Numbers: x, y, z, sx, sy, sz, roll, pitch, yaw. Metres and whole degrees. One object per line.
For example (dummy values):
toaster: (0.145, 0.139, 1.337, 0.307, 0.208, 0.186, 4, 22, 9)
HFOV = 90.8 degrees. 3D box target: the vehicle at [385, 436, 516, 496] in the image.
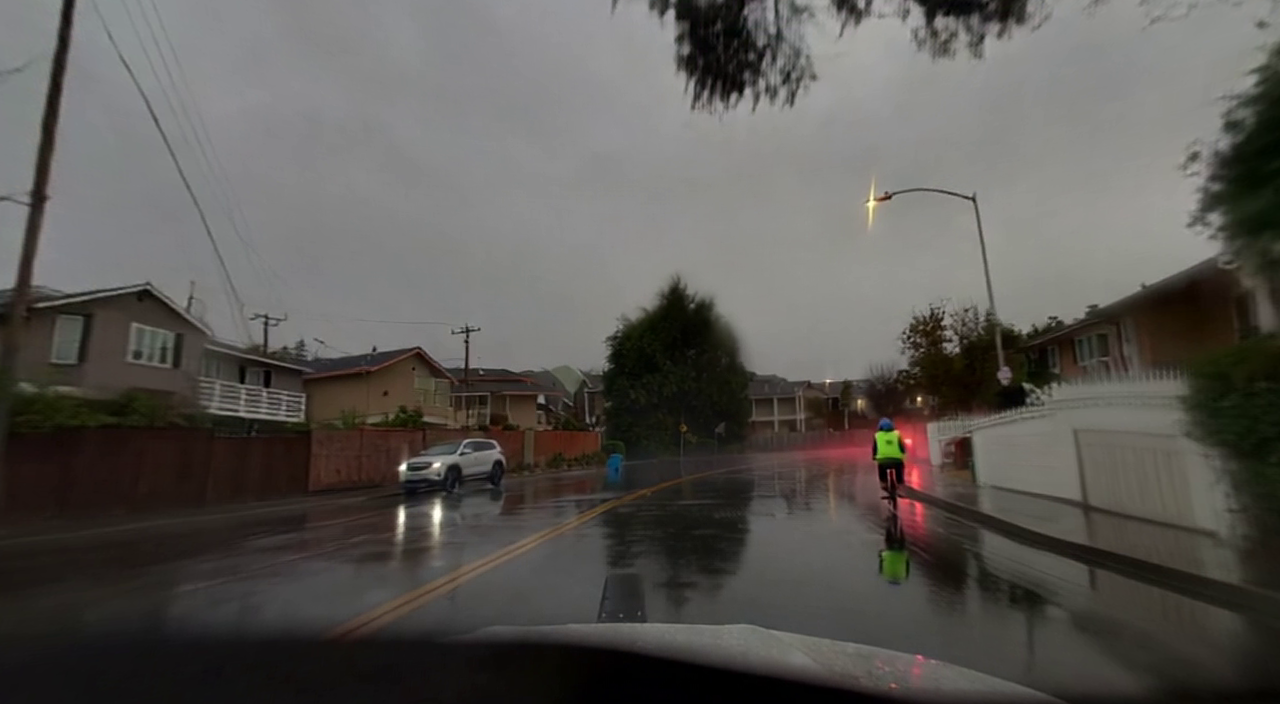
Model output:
vehicle: (-5.838, 3.573, 20.125, 1.937, 1.670, 4.391, -2, -9, 15)

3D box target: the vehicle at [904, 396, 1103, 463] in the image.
vehicle: (13.758, 3.060, 24.500, 6.099, 1.973, 2.450, -7, -10, 16)

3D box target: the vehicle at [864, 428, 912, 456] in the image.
vehicle: (16.376, 5.969, 41.536, 2.105, 1.705, 4.392, -5, -10, 31)
